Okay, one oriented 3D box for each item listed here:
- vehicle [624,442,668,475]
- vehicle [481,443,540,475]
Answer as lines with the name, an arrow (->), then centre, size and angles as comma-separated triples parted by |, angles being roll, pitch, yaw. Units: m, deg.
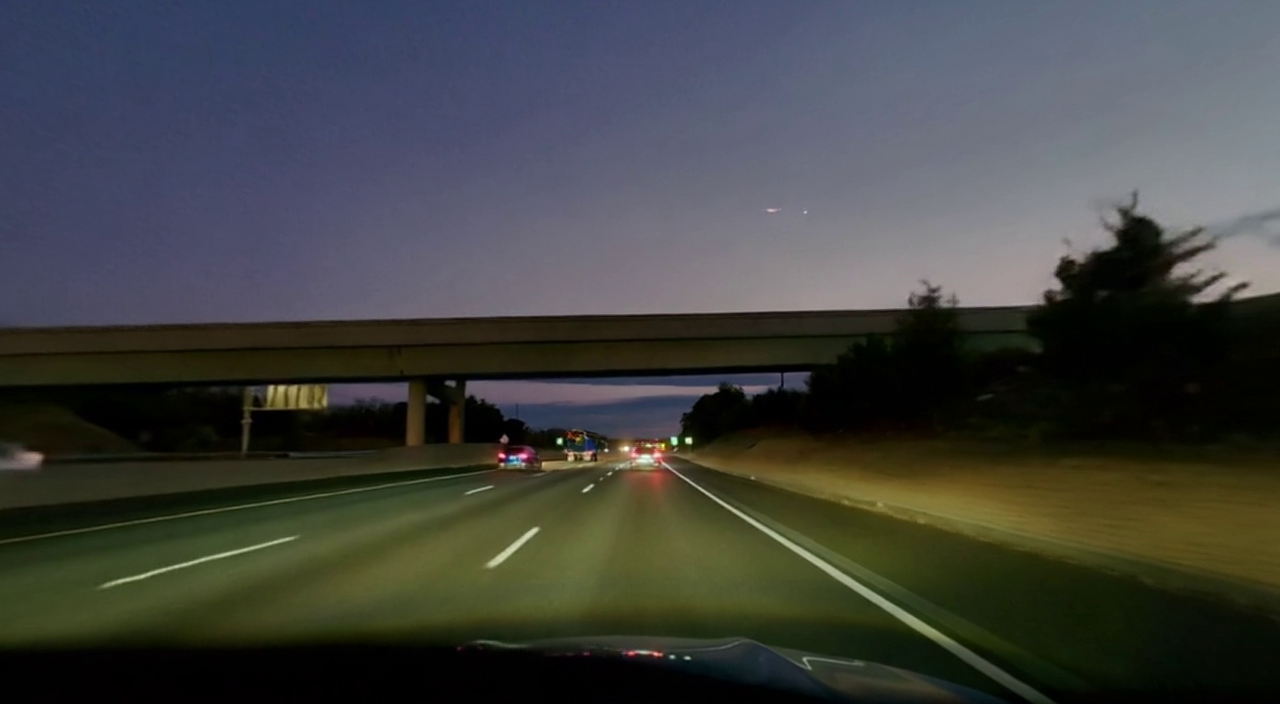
vehicle -> 0.326, 5.915, 35.229 | 2.336, 1.722, 4.212 | 0, -8, 1
vehicle -> -6.955, 5.783, 34.370 | 2.115, 1.644, 4.513 | 0, -8, 2
